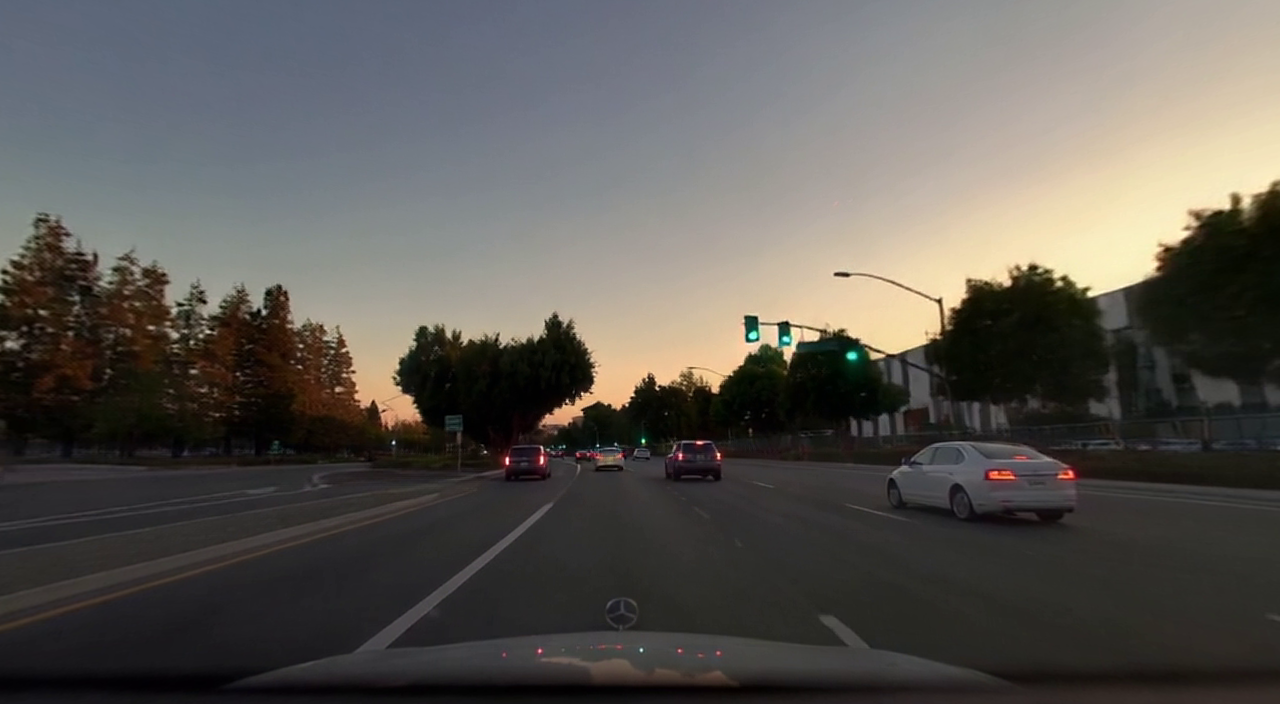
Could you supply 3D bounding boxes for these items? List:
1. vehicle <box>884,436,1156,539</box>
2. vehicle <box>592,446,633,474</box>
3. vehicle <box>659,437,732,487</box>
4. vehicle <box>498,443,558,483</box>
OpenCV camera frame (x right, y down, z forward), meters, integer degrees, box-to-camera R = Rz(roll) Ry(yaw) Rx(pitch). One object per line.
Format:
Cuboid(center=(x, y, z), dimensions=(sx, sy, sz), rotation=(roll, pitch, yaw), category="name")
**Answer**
Cuboid(center=(6.176, 2.214, 11.043), dimensions=(1.945, 1.408, 4.288), rotation=(0, -8, -3), category="vehicle")
Cuboid(center=(-1.685, 6.289, 36.959), dimensions=(2.155, 1.486, 4.403), rotation=(1, -8, -5), category="vehicle")
Cuboid(center=(2.035, 4.218, 24.569), dimensions=(2.161, 1.716, 4.194), rotation=(0, -8, -4), category="vehicle")
Cuboid(center=(-5.000, 4.980, 28.672), dimensions=(2.172, 1.671, 4.175), rotation=(0, -8, -3), category="vehicle")
